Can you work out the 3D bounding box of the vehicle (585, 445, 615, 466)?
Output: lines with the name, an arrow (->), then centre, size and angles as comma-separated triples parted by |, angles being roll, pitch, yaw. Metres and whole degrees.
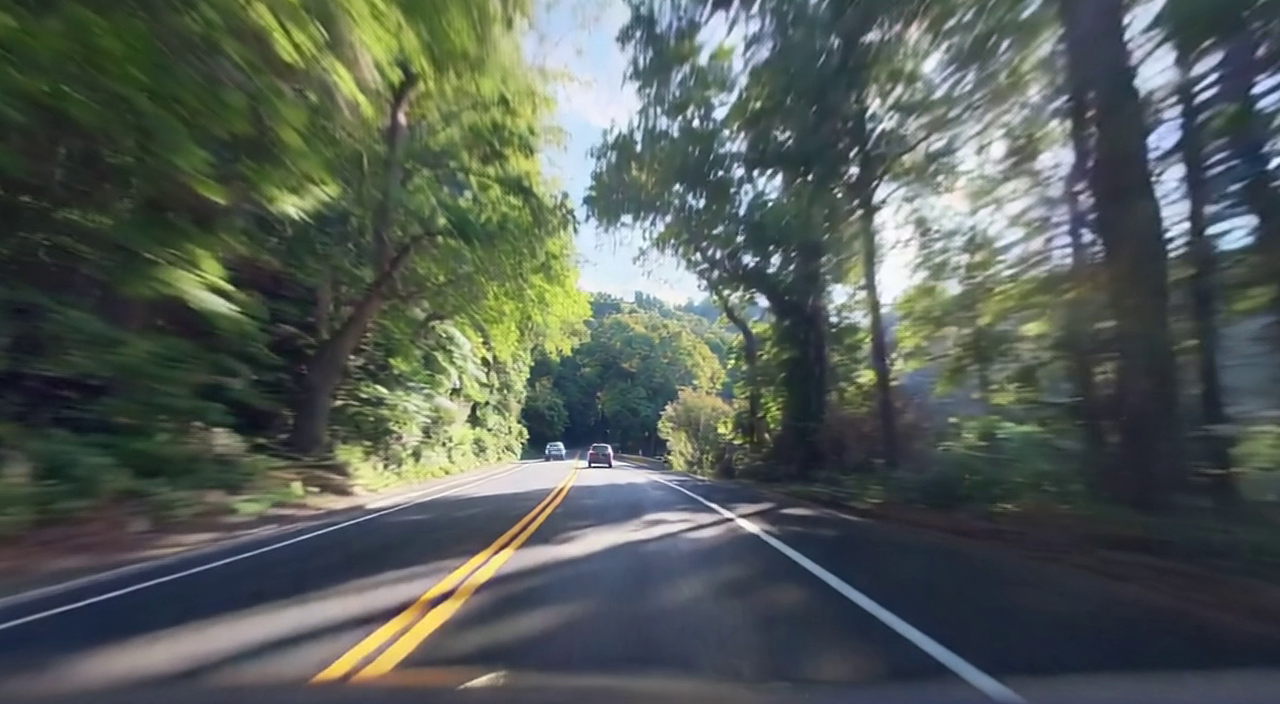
vehicle -> -3.103, 7.831, 47.762 | 2.120, 1.491, 4.349 | 0, -9, -5
